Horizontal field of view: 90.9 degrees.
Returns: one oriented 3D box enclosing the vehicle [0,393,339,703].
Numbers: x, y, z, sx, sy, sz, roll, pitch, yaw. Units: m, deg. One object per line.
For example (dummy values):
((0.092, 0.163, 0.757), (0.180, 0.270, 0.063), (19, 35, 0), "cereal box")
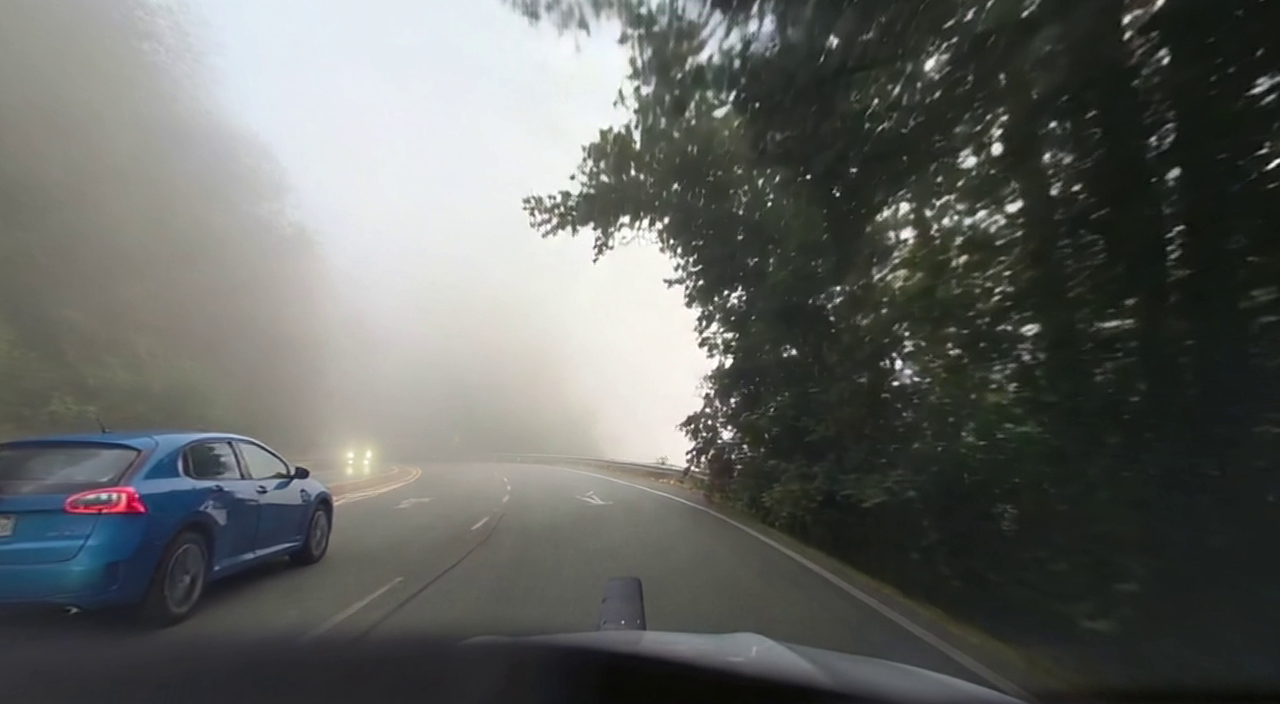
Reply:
((-4.423, 1.324, 5.261), (2.078, 1.607, 3.959), (1, -9, -4), "vehicle")
